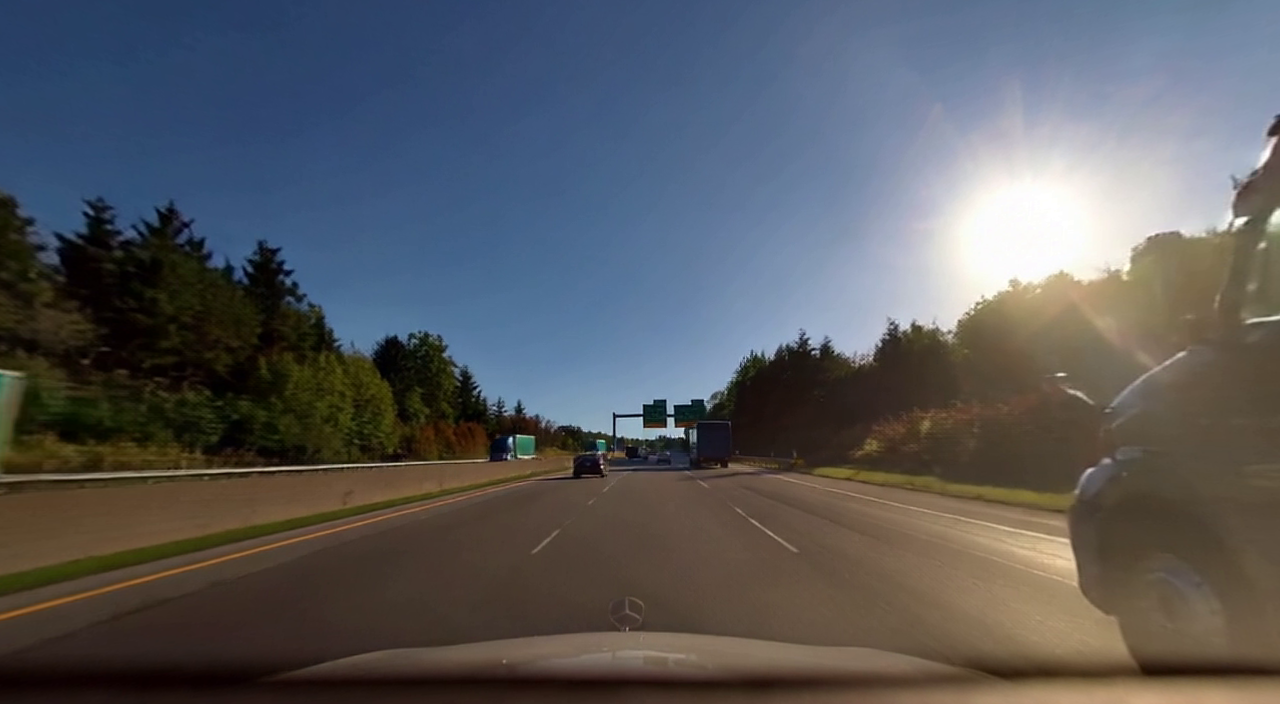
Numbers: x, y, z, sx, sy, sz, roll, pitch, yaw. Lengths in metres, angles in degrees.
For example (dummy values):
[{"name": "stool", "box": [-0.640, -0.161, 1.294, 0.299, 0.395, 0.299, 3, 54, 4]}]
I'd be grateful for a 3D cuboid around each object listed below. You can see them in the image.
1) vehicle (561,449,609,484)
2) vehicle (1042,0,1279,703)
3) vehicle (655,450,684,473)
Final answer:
[{"name": "vehicle", "box": [-2.591, 5.535, 30.758, 1.960, 1.579, 4.384, 0, -9, 0]}, {"name": "vehicle", "box": [4.511, -0.274, 1.525, 3.020, 3.962, 5.781, 0, -9, 0]}, {"name": "vehicle", "box": [2.074, 7.853, 45.218, 1.957, 1.541, 4.099, 0, -9, 1]}]
